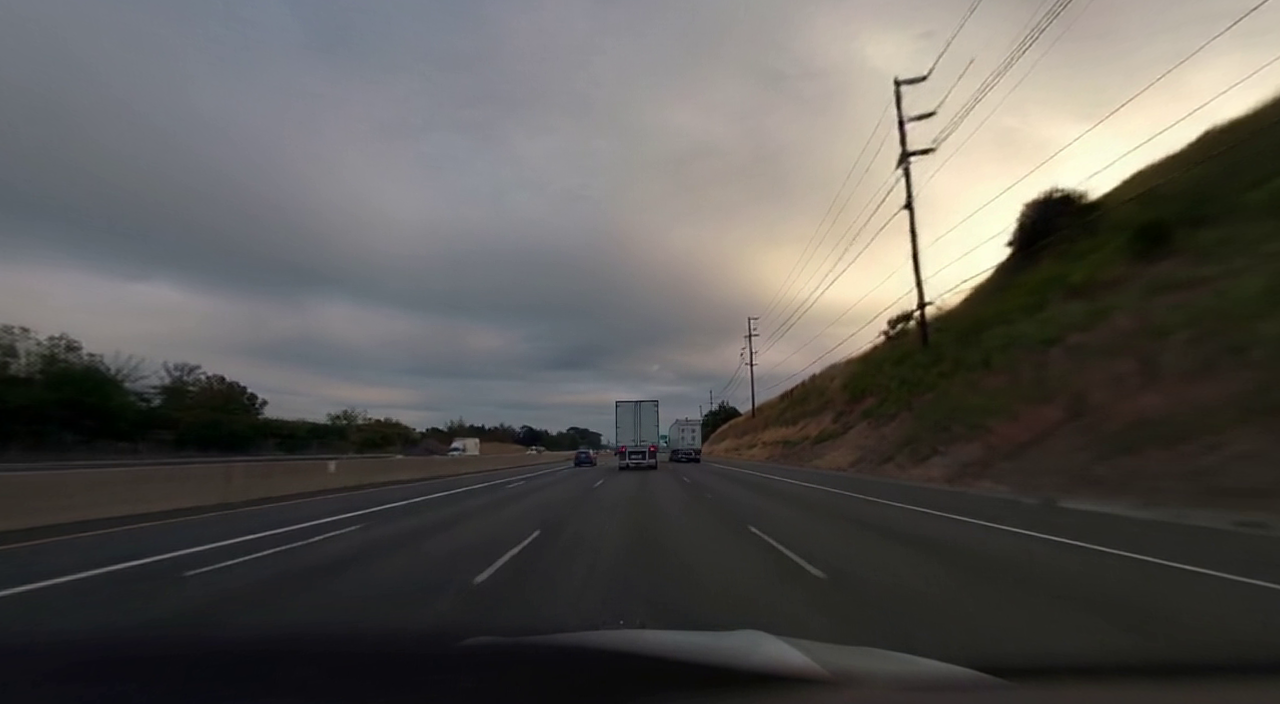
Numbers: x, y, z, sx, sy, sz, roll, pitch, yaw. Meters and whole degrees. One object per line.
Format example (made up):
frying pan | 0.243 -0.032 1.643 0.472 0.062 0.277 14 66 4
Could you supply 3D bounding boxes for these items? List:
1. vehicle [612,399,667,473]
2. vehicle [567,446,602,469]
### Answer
vehicle | -0.024 5.443 40.084 2.985 4.025 10.982 0 -9 0
vehicle | -3.868 7.433 44.572 2.128 1.533 4.694 0 -9 -1
